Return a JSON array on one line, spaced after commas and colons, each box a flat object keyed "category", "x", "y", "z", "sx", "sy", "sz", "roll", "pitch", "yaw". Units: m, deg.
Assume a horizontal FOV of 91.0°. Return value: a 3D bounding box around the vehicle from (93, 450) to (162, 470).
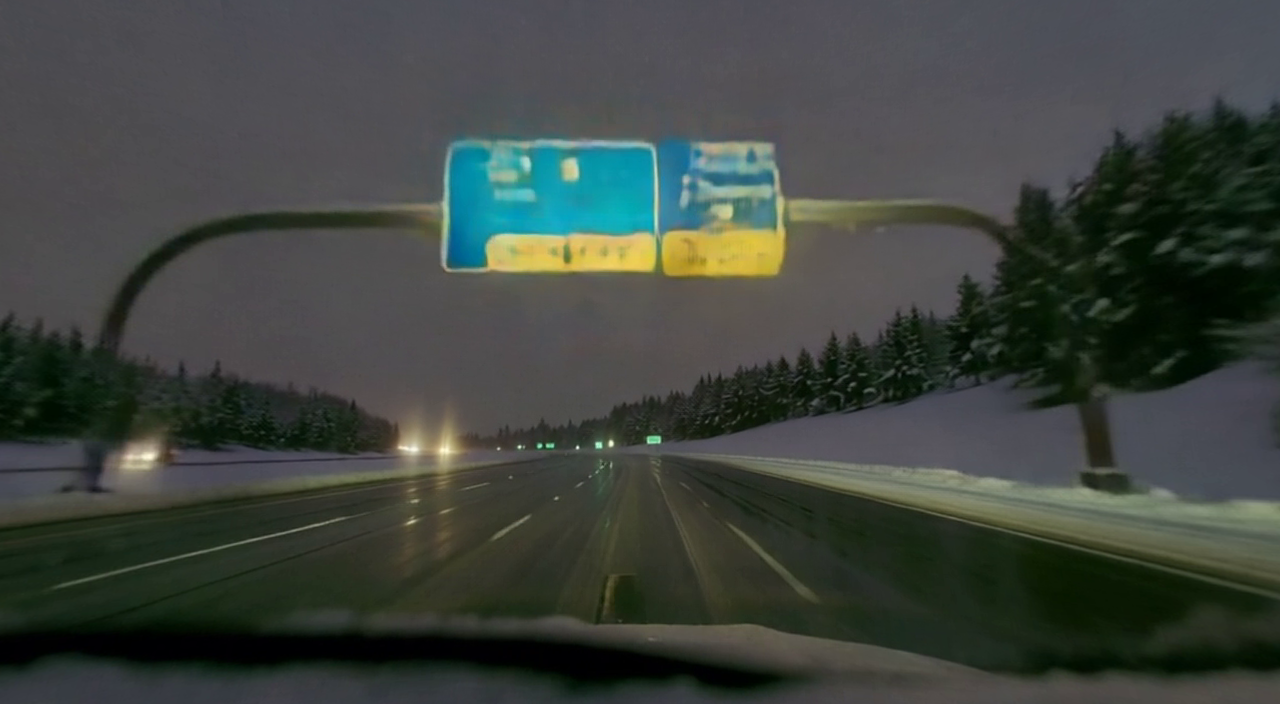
[{"category": "vehicle", "x": -40.441, "y": 8.515, "z": 49.841, "sx": 1.795, "sy": 1.516, "sz": 4.404, "roll": 0, "pitch": -9, "yaw": 0}]
